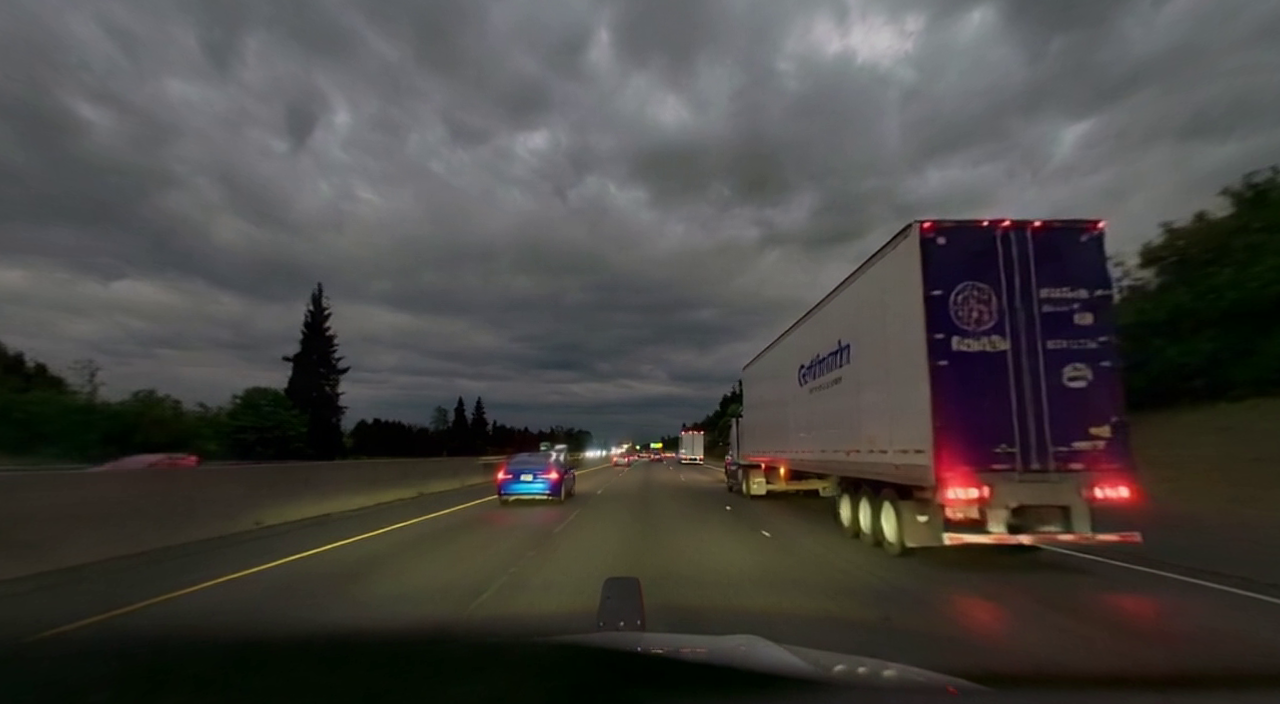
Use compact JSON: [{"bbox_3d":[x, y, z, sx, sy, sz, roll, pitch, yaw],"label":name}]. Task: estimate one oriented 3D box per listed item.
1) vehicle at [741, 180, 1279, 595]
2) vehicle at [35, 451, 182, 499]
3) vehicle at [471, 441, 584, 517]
[{"bbox_3d":[4.652,1.296,12.783,2.858,3.952,13.731,0,-9,0],"label":"vehicle"},{"bbox_3d":[-18.352,4.228,22.007,1.896,1.522,3.621,0,-9,0],"label":"vehicle"},{"bbox_3d":[-2.579,3.049,15.639,1.960,1.579,4.384,0,-9,1],"label":"vehicle"}]
